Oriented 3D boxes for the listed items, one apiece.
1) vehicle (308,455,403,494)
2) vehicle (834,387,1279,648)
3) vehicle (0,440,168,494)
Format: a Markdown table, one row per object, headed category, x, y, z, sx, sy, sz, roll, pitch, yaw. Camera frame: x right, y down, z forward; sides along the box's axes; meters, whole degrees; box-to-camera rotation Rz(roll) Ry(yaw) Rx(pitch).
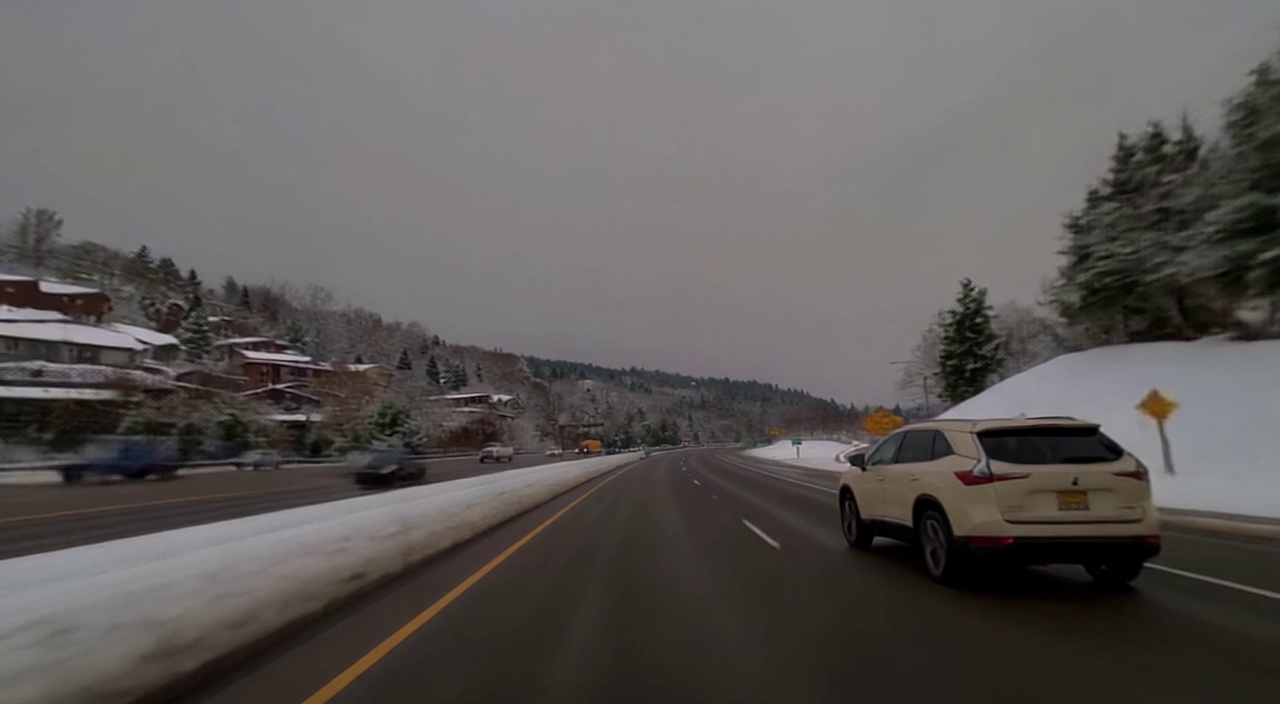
| category | x | y | z | sx | sy | sz | roll | pitch | yaw |
| --- | --- | --- | --- | --- | --- | --- | --- | --- | --- |
| vehicle | -12.041 | 5.181 | 27.014 | 1.888 | 1.471 | 4.603 | 0 | -9 | 1 |
| vehicle | 3.994 | 1.473 | 6.668 | 2.318 | 1.766 | 4.587 | 0 | -9 | -1 |
| vehicle | -23.564 | 4.828 | 26.916 | 2.233 | 2.018 | 5.643 | 0 | -9 | 1 |
